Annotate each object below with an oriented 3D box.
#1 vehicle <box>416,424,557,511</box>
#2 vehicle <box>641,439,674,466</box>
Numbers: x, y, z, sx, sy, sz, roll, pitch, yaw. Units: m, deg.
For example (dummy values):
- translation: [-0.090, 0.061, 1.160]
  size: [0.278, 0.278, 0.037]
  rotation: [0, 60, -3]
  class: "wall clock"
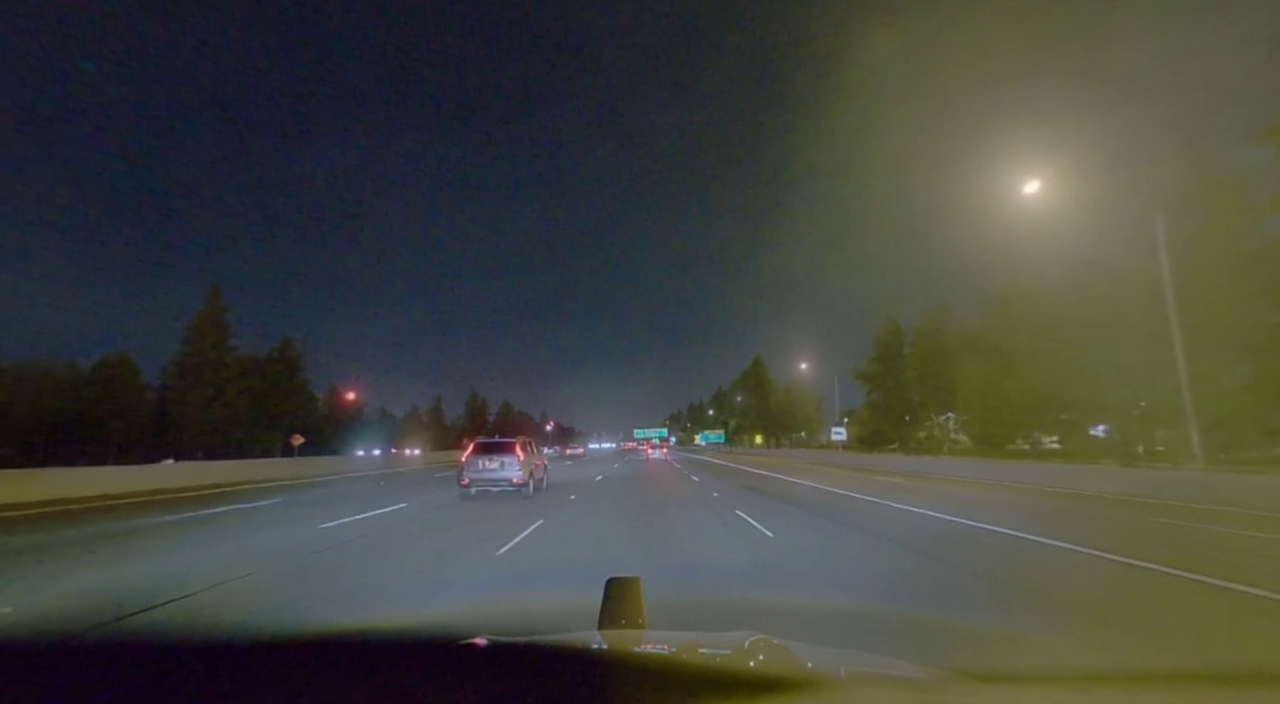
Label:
- translation: [-3.467, 2.719, 15.297]
  size: [2.214, 1.759, 4.435]
  rotation: [-1, -8, 1]
  class: "vehicle"
- translation: [1.098, 6.505, 40.978]
  size: [2.023, 1.589, 4.030]
  rotation: [-1, -8, 1]
  class: "vehicle"
